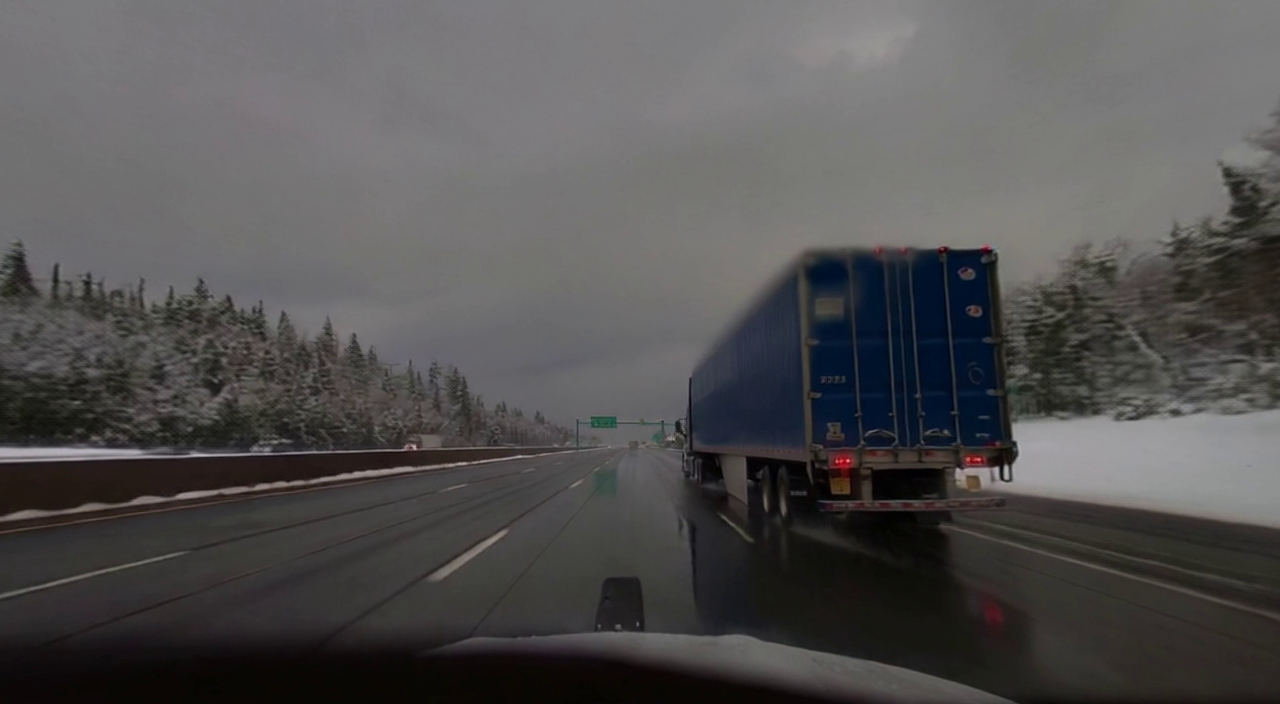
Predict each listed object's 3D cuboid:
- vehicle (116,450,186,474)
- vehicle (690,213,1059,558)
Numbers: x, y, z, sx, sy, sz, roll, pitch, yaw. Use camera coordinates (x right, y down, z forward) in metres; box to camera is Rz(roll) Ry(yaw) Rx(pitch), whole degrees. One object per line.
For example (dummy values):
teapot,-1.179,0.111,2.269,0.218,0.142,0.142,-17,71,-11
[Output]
vehicle,-29.087,6.572,37.717,1.492,1.359,3.369,-1,-10,-1
vehicle,3.369,1.568,15.709,2.743,4.160,16.408,0,-9,-1
